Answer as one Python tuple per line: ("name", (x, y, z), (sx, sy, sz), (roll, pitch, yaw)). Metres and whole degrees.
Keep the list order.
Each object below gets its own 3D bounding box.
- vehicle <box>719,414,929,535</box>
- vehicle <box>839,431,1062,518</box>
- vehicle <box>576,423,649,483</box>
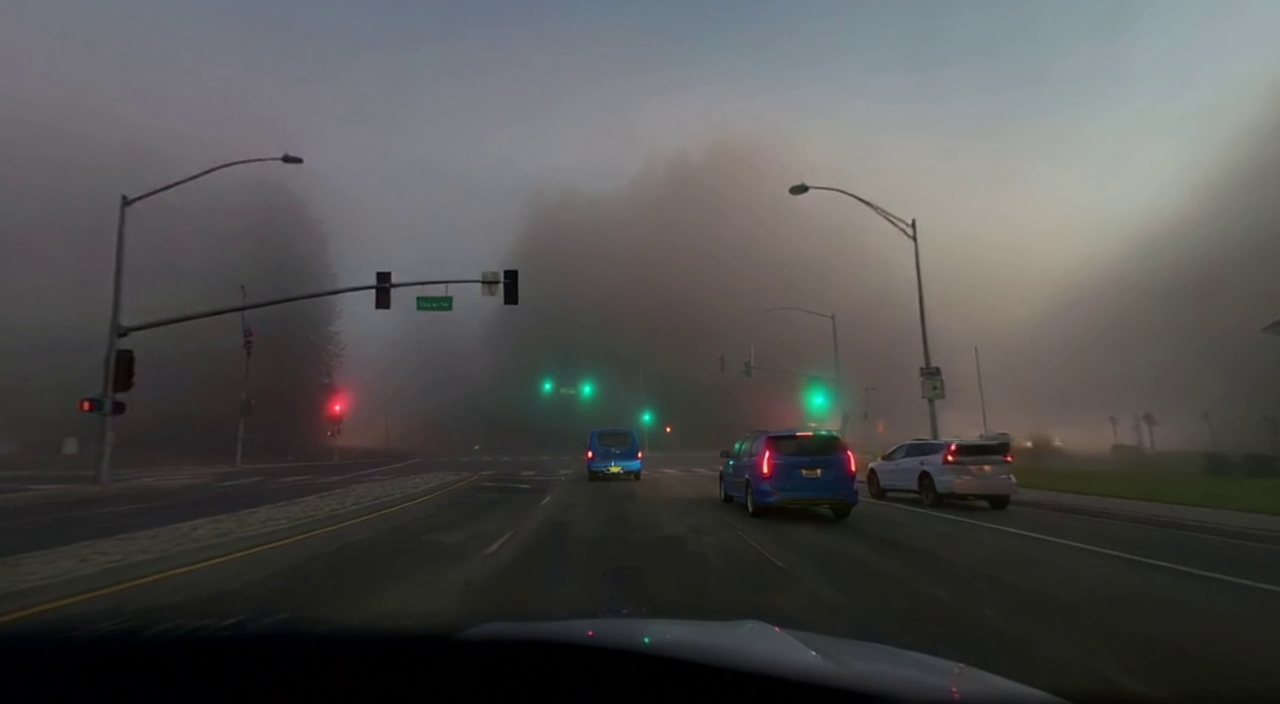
("vehicle", (2.900, 2.063, 11.241), (2.024, 1.686, 4.588), (1, -8, -5))
("vehicle", (6.136, 2.476, 13.334), (2.124, 1.474, 4.880), (0, -8, -2))
("vehicle", (-1.081, 3.449, 21.708), (2.185, 1.822, 4.583), (1, -8, -6))
